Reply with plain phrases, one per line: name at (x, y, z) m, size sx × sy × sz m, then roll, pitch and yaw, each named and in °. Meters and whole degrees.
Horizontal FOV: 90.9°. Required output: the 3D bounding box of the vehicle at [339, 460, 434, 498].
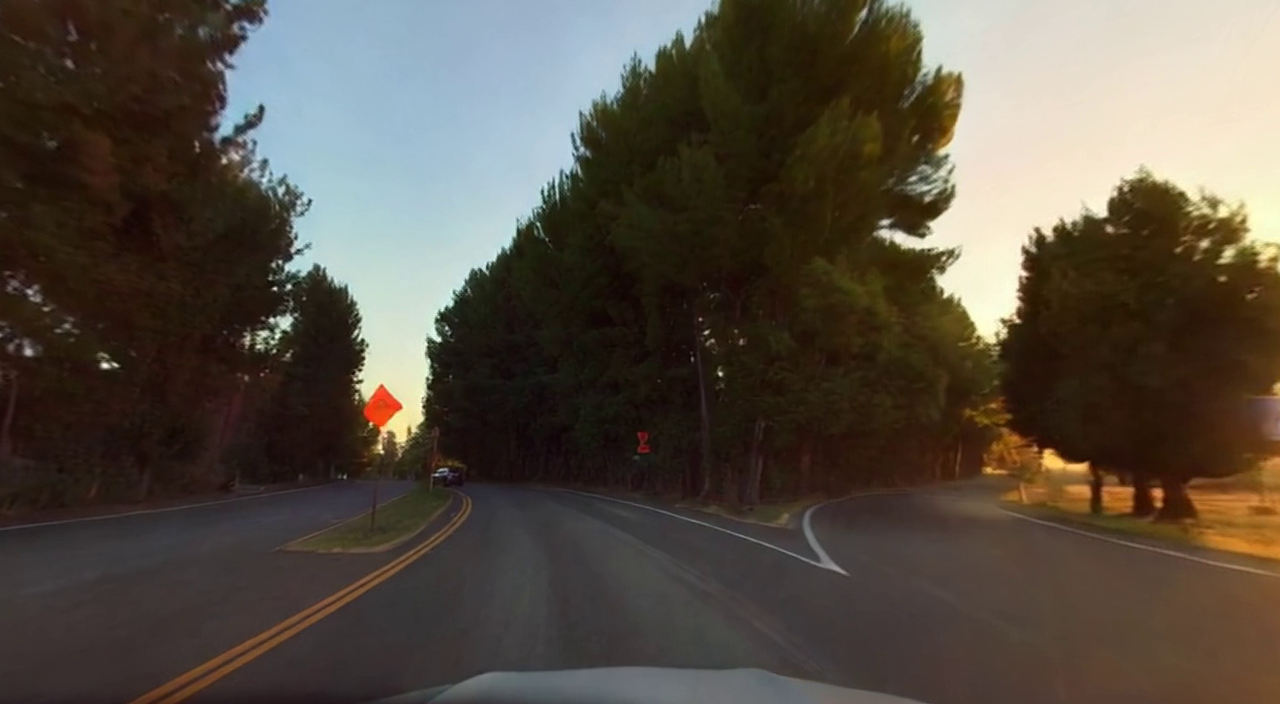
vehicle at (-11.570, 5.837, 29.079) m, size 1.889 × 1.583 × 3.992 m, roll -2°, pitch -11°, yaw 17°
